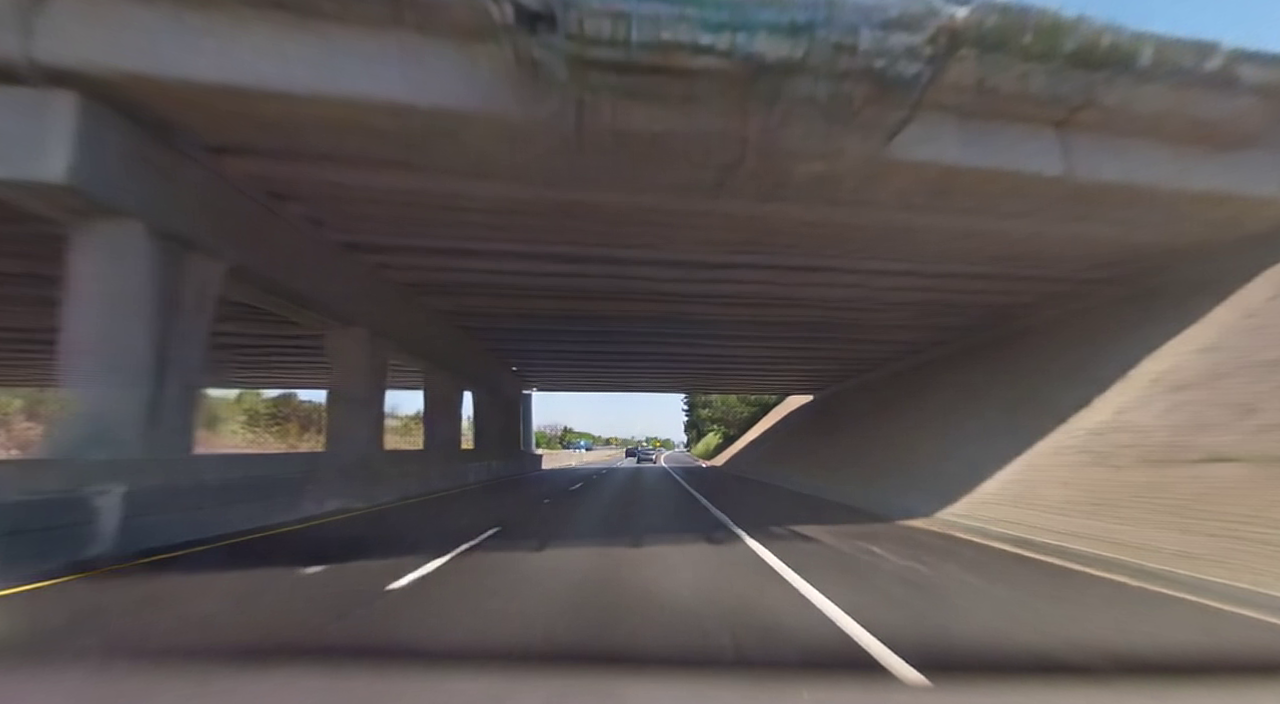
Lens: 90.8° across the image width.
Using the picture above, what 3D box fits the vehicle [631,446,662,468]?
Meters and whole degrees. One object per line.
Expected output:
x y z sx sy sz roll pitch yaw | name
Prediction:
0.527 7.866 47.375 2.221 1.603 4.149 0 -9 1 | vehicle
